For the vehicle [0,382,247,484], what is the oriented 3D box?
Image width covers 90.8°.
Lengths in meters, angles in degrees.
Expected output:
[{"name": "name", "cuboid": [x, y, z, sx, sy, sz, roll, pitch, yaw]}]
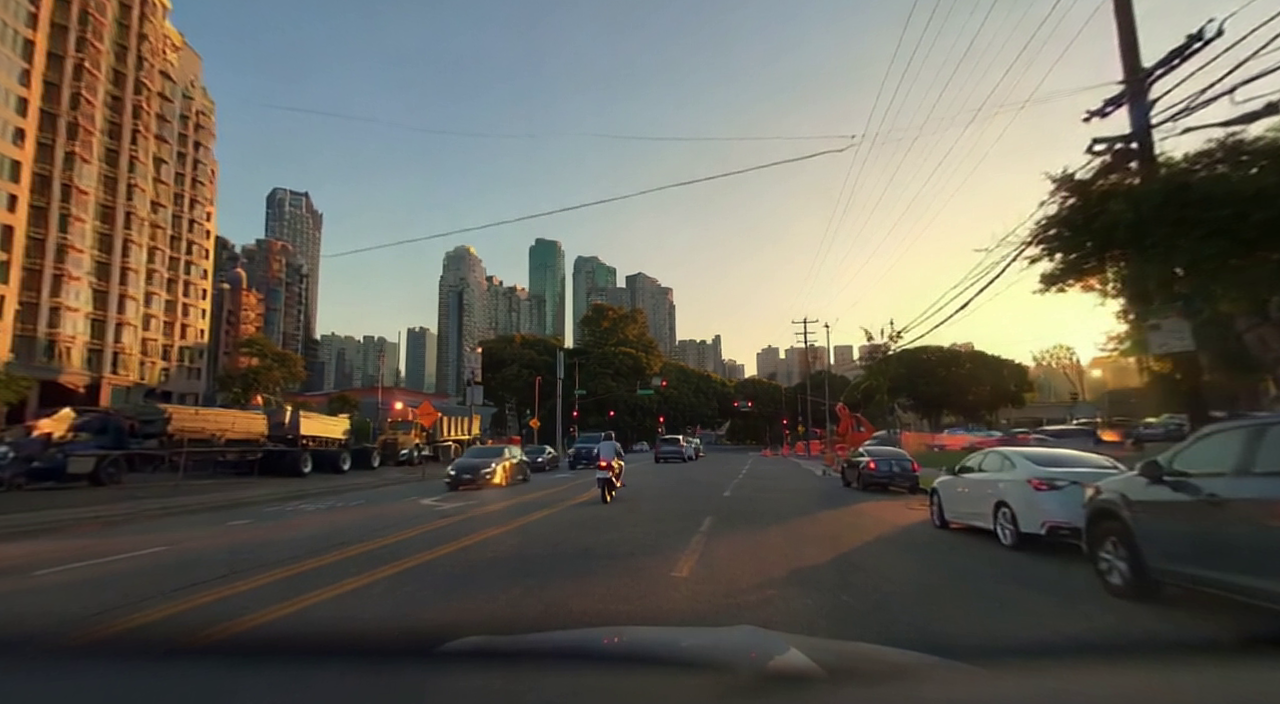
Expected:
[{"name": "vehicle", "cuboid": [-20.802, 3.331, 25.969, 3.283, 3.441, 8.669, -1, -8, 4]}]

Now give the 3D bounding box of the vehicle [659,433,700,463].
[{"name": "vehicle", "cuboid": [2.799, 6.635, 43.630, 2.295, 1.929, 5.498, -1, -8, 9]}]

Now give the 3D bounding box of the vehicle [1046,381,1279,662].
[{"name": "vehicle", "cuboid": [5.382, 1.109, 4.117, 2.387, 1.820, 5.286, -1, -8, 6]}]

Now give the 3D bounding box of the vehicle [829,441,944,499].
[{"name": "vehicle", "cuboid": [6.981, 3.352, 18.430, 1.973, 1.457, 4.522, -1, -8, 6]}]

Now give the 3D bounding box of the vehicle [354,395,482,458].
[{"name": "vehicle", "cuboid": [-13.133, 4.718, 38.714, 2.996, 3.170, 10.153, -5, -9, 8]}]

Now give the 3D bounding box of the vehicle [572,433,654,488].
[{"name": "vehicle", "cuboid": [-0.766, 3.530, 20.852, 1.925, 1.602, 4.090, -1, -8, 8]}]

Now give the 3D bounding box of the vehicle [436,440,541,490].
[{"name": "vehicle", "cuboid": [-5.025, 3.816, 21.709, 2.105, 1.509, 4.753, -1, -8, 4]}]

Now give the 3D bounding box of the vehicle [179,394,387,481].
[{"name": "vehicle", "cuboid": [-14.776, 3.754, 27.478, 2.990, 3.144, 9.080, -1, -8, 6]}]
